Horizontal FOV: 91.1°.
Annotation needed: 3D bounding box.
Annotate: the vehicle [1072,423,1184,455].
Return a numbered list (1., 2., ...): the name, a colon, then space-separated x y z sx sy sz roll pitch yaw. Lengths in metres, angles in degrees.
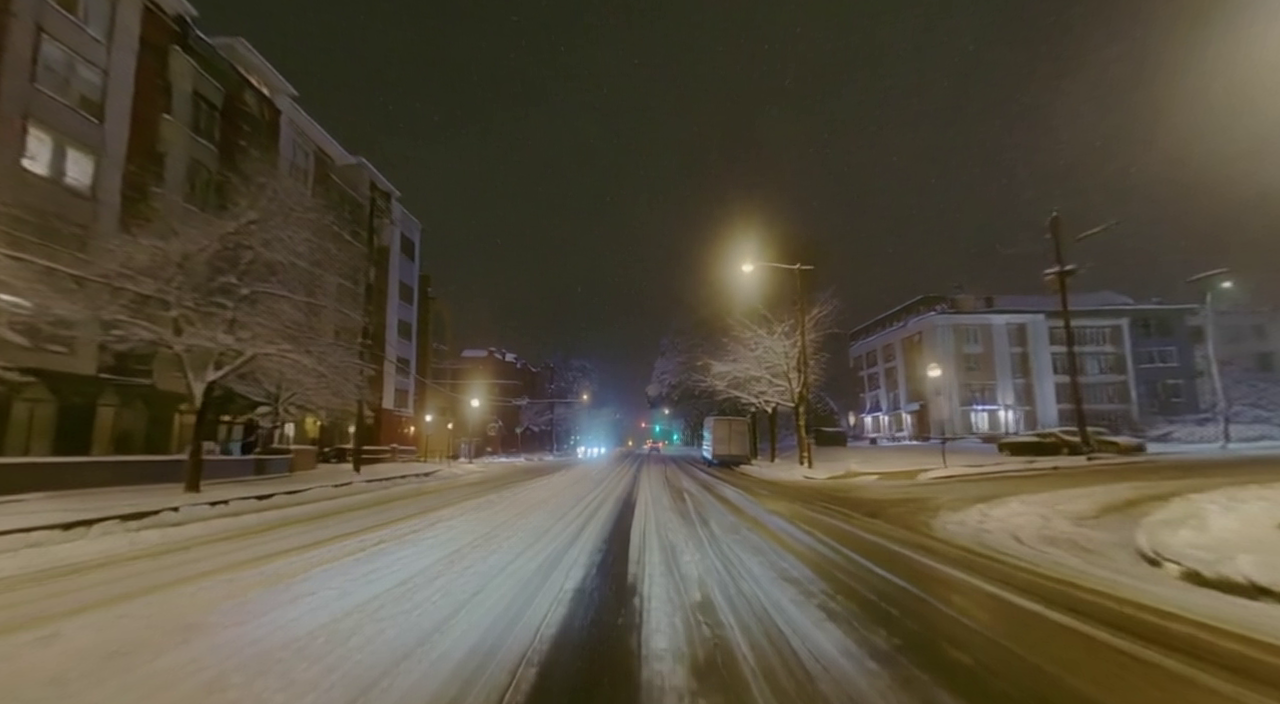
1. vehicle: 32.563 5.878 42.070 2.097 1.894 5.338 1 -10 -26

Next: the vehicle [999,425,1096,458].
1. vehicle: 24.866 5.496 38.477 2.005 1.861 4.478 4 -9 -27

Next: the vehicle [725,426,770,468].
1. vehicle: 6.674 5.925 39.296 2.021 2.433 3.088 0 -8 -4
